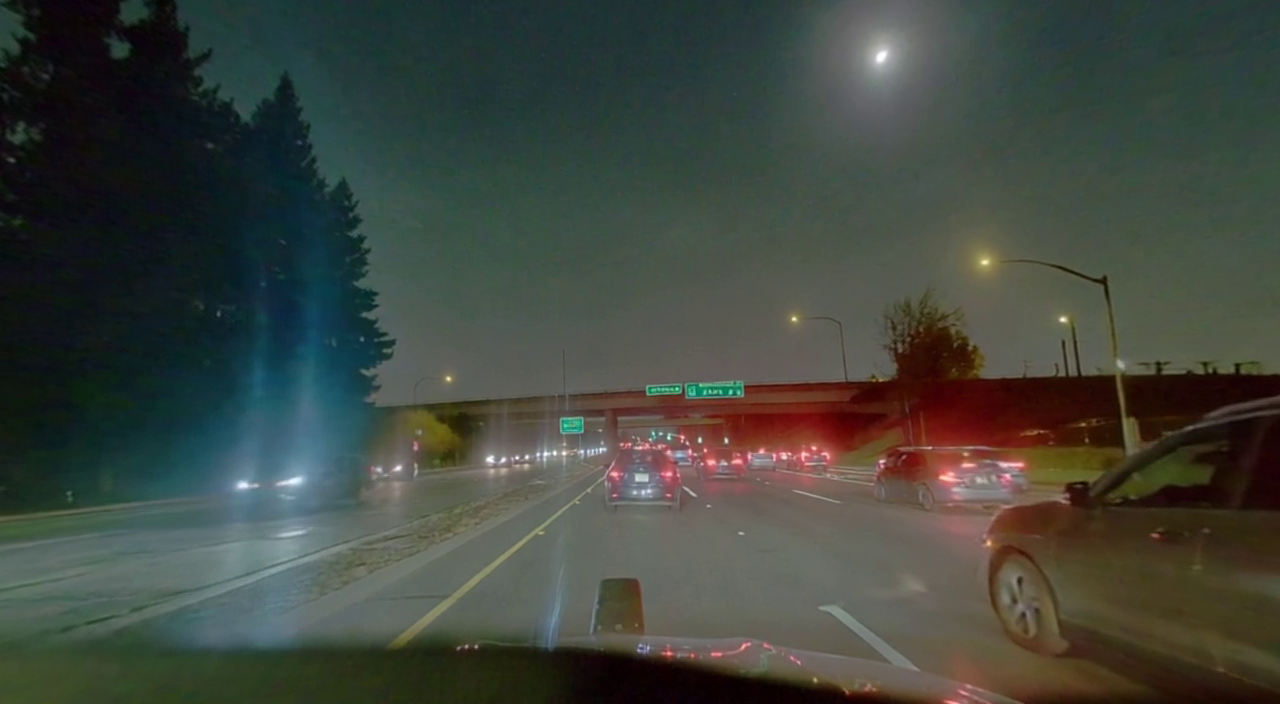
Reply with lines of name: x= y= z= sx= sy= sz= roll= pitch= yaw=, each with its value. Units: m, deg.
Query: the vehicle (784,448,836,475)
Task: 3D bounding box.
vehicle: x=9.884 y=6.365 z=36.972 sx=1.839 sy=1.453 sz=3.992 roll=0 pitch=-9 yaw=-1

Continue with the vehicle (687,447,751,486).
vehicle: x=3.165 y=4.677 z=26.186 sx=1.962 sy=1.431 sz=4.205 roll=0 pitch=-9 yaw=-2

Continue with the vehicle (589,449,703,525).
vehicle: x=0.085 y=2.709 z=13.229 sx=2.027 sy=1.341 sz=3.775 roll=0 pitch=-9 yaw=-1

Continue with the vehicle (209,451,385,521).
vehicle: x=-8.727 y=3.405 z=16.705 sx=2.010 sy=1.524 sz=4.705 roll=0 pitch=-9 yaw=0

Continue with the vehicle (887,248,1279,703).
vehicle: x=3.509 y=0.735 z=2.482 sx=2.719 sy=2.033 sz=5.876 roll=0 pitch=-9 yaw=0
